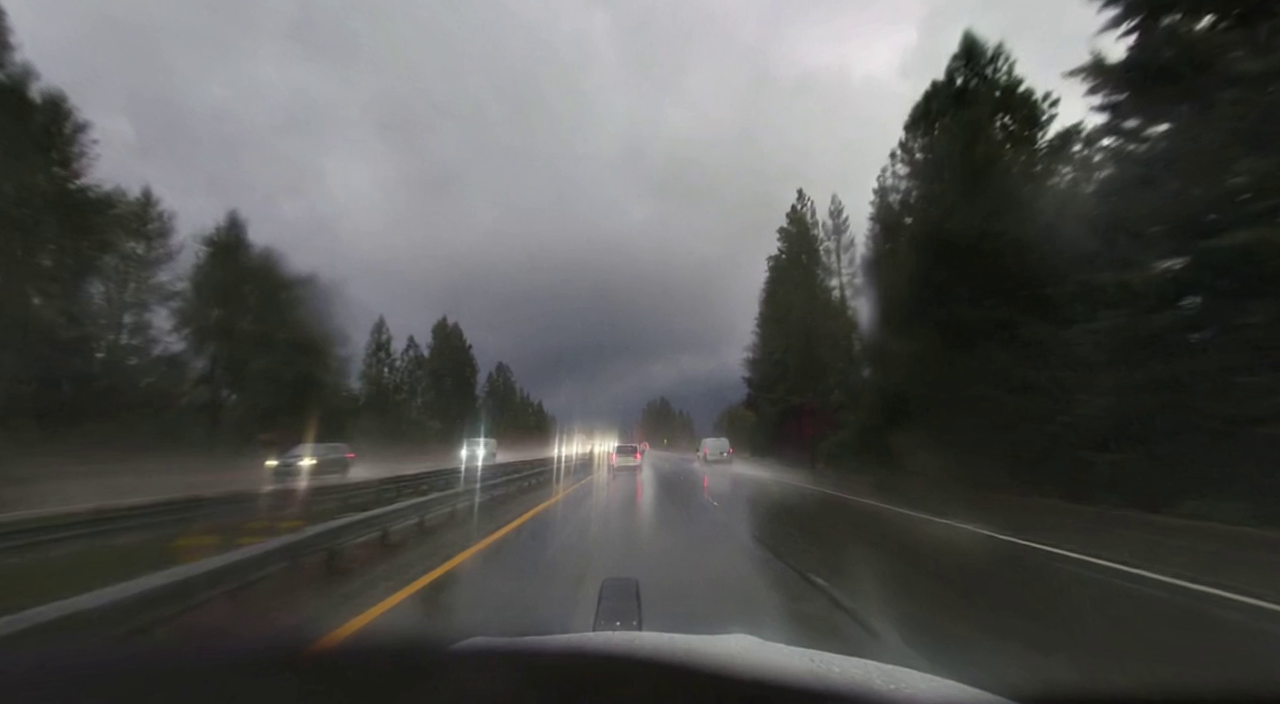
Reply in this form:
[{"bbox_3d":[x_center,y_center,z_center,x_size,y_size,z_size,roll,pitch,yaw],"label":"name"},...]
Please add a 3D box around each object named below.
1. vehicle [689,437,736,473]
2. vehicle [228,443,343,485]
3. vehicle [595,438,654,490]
[{"bbox_3d":[4.200,6.058,36.993,2.179,1.930,4.538,0,-9,0],"label":"vehicle"},{"bbox_3d":[-13.954,4.417,25.063,1.878,1.506,4.602,0,-9,0],"label":"vehicle"},{"bbox_3d":[-0.510,4.065,23.120,1.963,1.711,4.284,0,-9,1],"label":"vehicle"}]
